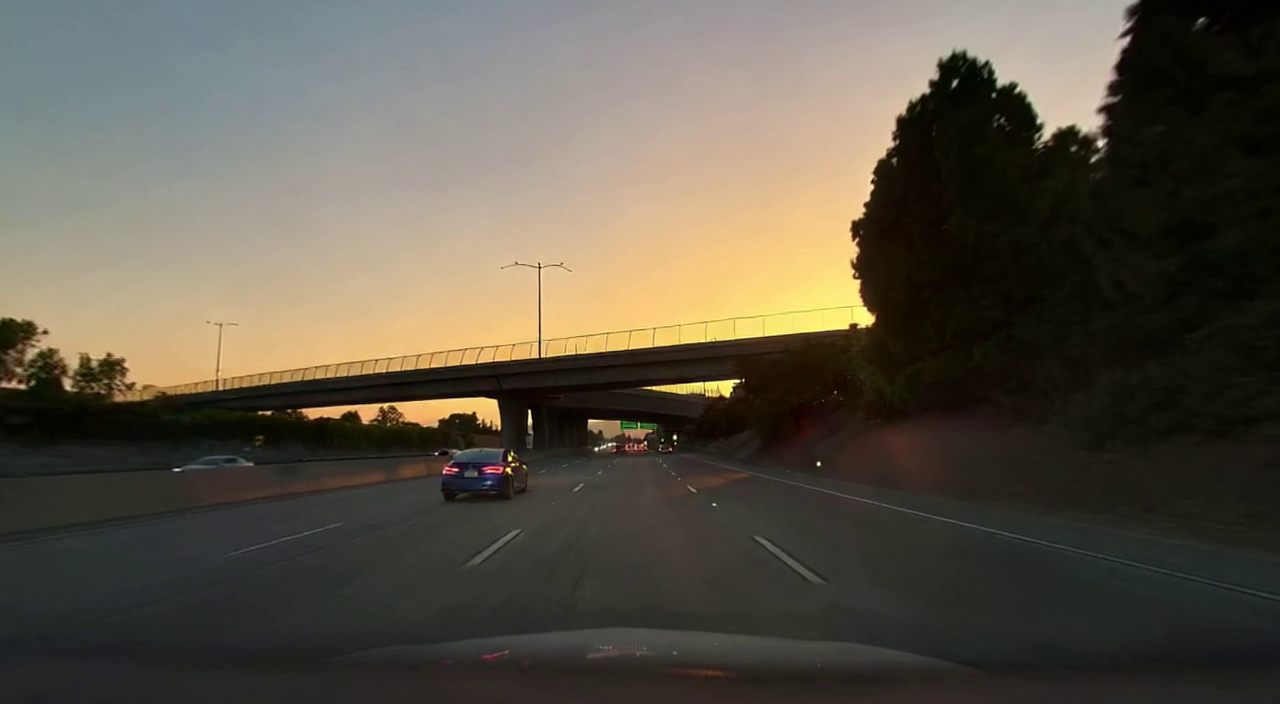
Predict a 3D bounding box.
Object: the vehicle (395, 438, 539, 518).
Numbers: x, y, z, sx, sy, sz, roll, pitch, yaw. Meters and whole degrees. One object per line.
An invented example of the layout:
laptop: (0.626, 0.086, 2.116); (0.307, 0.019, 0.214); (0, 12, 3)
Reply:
vehicle: (-3.692, 2.762, 14.410); (2.037, 1.514, 4.335); (0, -9, 0)

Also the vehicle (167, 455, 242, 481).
vehicle: (-28.103, 7.447, 40.915); (1.809, 1.504, 4.361); (0, -9, -1)
